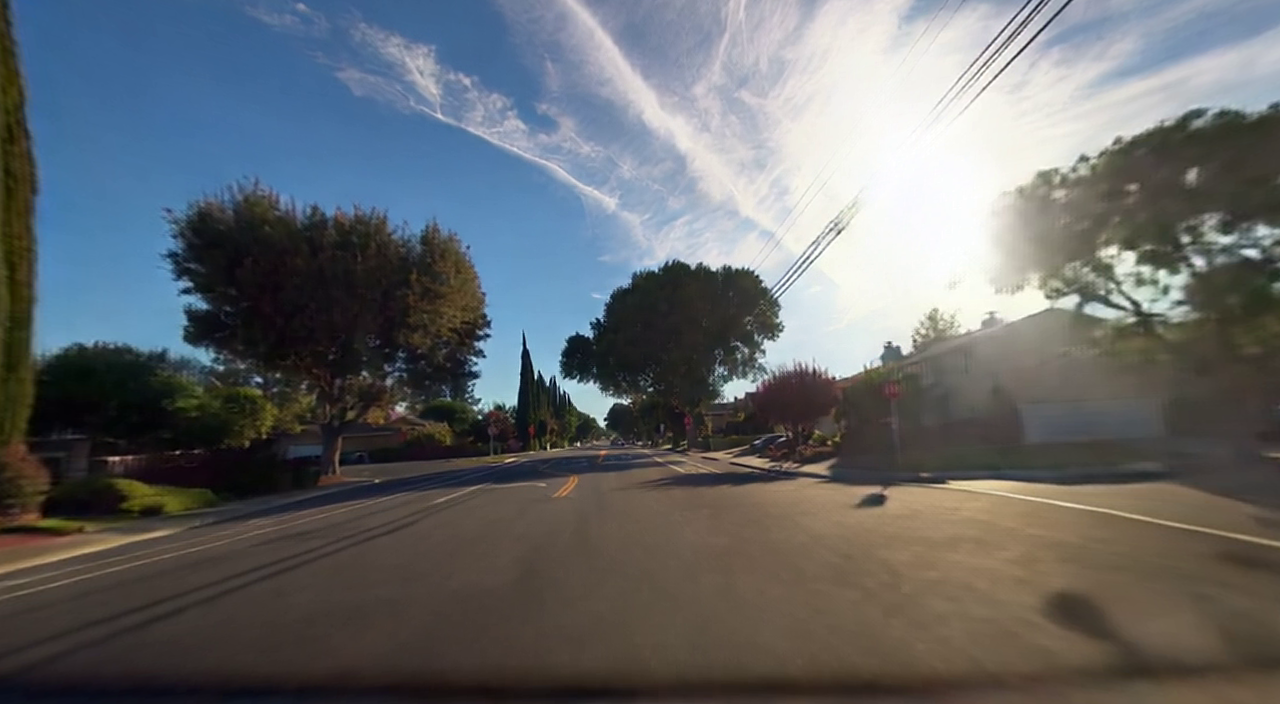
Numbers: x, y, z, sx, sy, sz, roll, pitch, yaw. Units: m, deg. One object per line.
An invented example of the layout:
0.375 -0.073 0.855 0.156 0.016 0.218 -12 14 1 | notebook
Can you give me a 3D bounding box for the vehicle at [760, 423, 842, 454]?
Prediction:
10.026 5.439 39.659 4.544 1.807 2.204 0 -8 2 | vehicle
